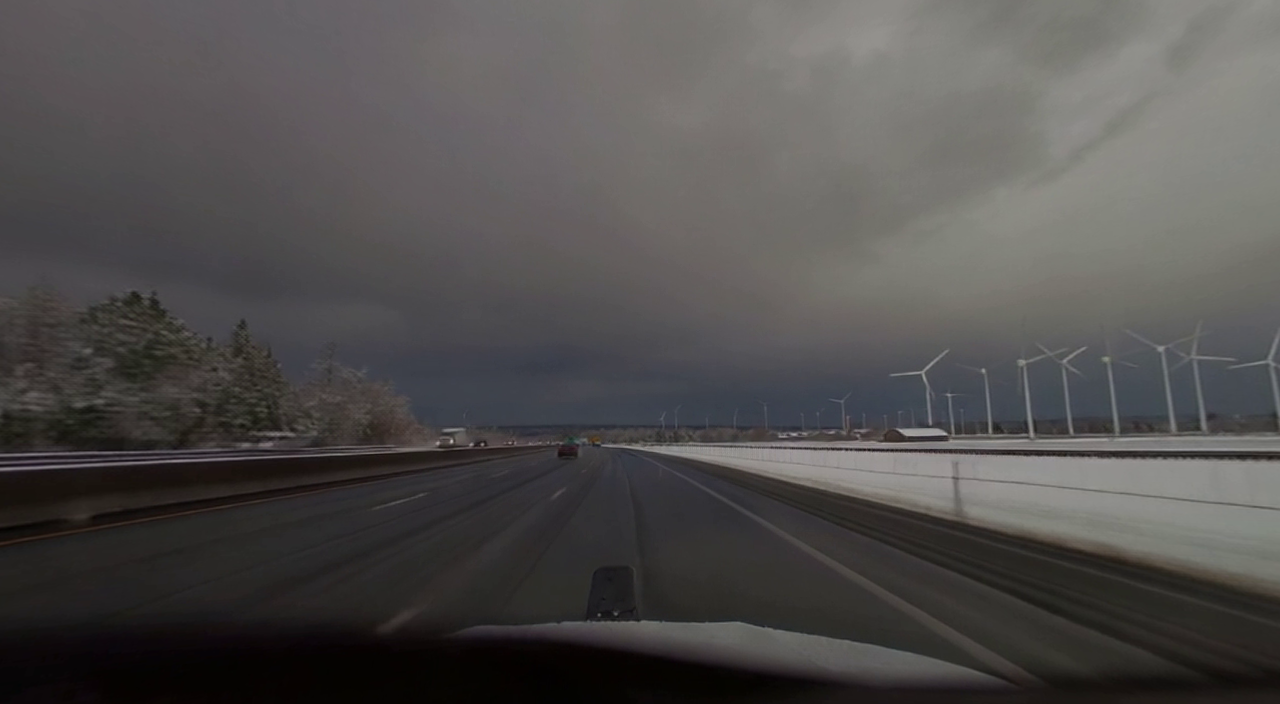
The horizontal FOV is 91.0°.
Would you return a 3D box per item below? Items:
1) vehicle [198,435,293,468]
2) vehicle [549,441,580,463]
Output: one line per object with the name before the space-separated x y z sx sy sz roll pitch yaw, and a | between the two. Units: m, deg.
vehicle | -20.284 5.123 32.671 2.008 1.530 4.758 0 -8 -2
vehicle | -5.619 7.475 47.171 2.053 1.549 4.097 0 -8 -3
